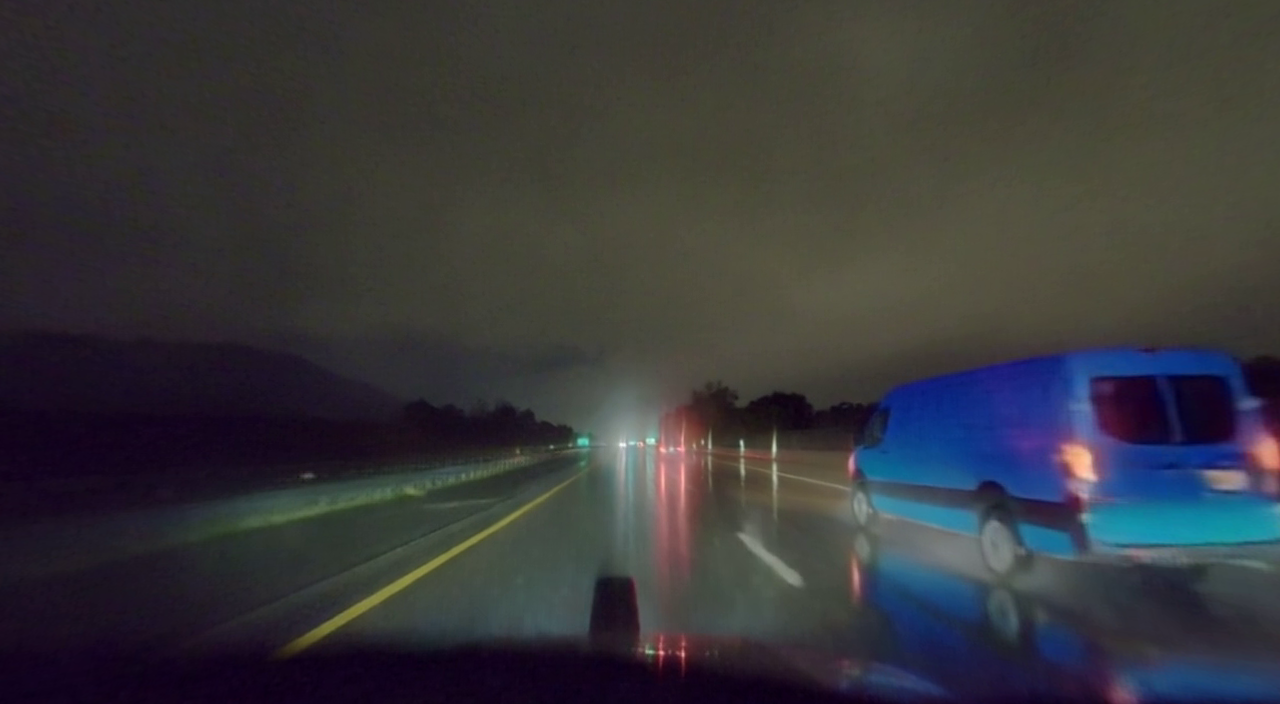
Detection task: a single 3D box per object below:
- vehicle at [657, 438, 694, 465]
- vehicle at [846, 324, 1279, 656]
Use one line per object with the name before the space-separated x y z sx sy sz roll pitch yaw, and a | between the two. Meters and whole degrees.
vehicle | 2.071 5.936 37.666 2.005 1.466 3.739 -1 -8 0
vehicle | 4.030 1.159 6.310 2.269 2.048 4.679 0 -8 -1
